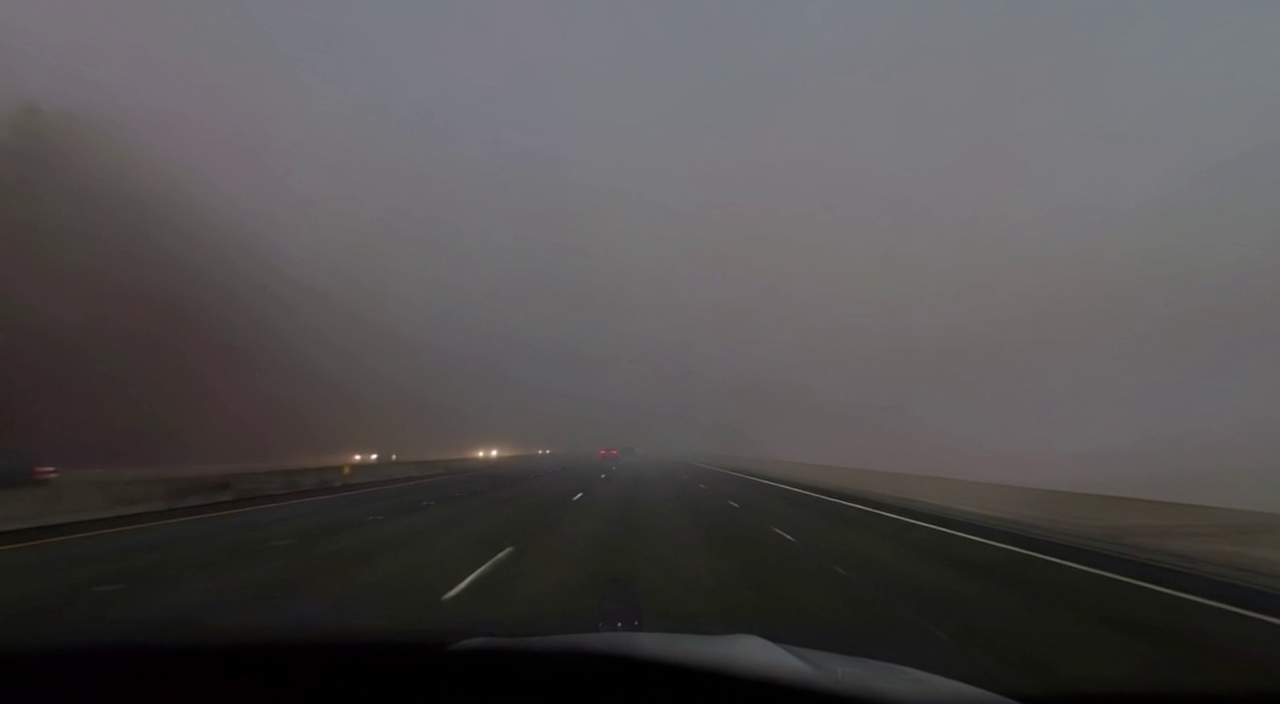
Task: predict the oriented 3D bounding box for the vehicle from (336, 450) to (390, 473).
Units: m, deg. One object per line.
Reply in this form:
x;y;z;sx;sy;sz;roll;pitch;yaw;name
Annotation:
-19.168;7.566;43.529;1.814;1.465;4.024;0;-9;1;vehicle
